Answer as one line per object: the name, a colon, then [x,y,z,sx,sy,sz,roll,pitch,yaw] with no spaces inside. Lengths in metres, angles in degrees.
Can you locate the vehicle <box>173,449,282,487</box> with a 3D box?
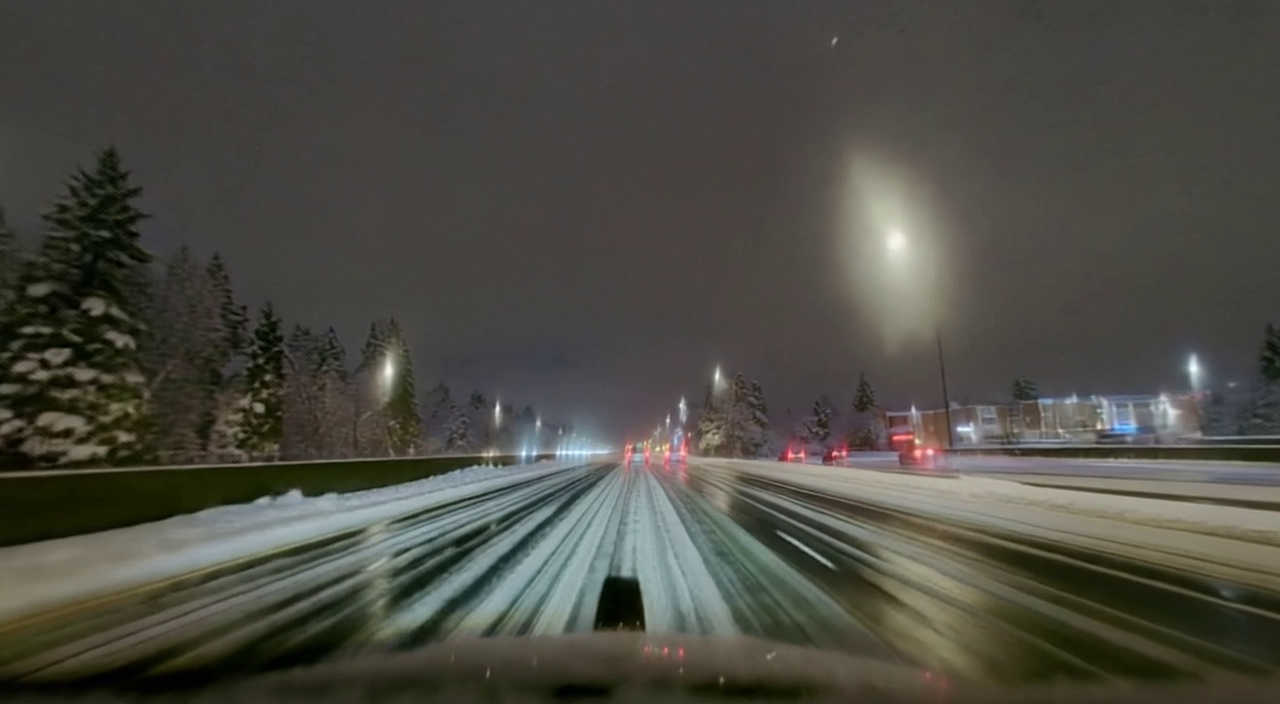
vehicle: [-17.306,4.851,26.772,1.670,1.346,4.259,0,-8,1]
